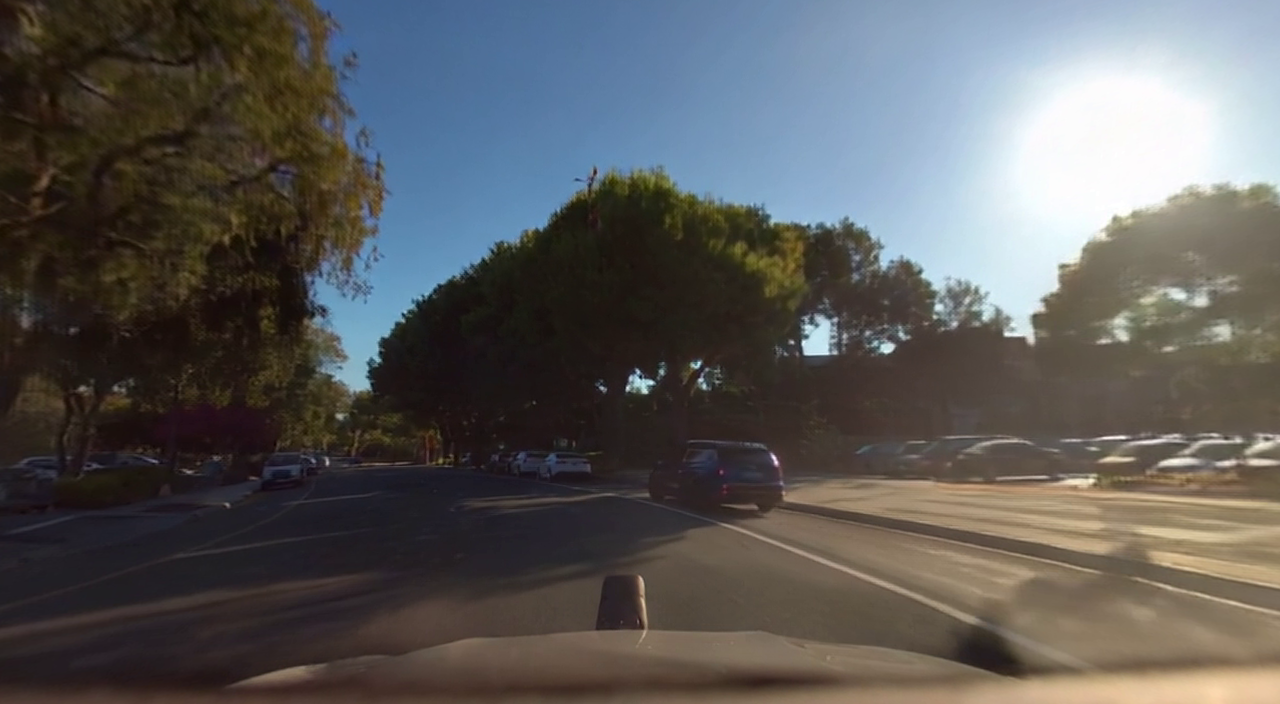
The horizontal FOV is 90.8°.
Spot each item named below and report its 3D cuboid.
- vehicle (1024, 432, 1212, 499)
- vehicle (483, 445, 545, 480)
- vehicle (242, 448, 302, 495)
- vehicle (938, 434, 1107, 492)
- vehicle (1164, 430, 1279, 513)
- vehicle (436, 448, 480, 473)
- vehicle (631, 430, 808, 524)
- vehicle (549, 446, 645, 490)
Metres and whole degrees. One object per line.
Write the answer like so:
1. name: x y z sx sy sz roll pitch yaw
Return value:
1. vehicle: 12.277 2.876 16.244 4.225 1.517 2.036 5 -10 -26
2. vehicle: -6.992 6.025 34.741 2.055 1.731 4.686 5 -10 -27
3. vehicle: -17.227 5.530 29.786 2.154 1.870 5.118 1 -8 -27
4. vehicle: 11.241 3.237 18.560 4.433 1.513 2.001 4 -10 -25
5. vehicle: 14.043 2.560 14.070 4.243 1.470 2.010 0 -10 -28
6. vehicle: -14.184 8.362 48.946 2.137 1.814 5.303 5 -10 -27
7. vehicle: 1.638 2.827 15.372 2.042 1.817 5.202 3 -7 -21
8. vehicle: -1.786 4.444 24.695 2.053 1.519 4.611 5 -10 -28
